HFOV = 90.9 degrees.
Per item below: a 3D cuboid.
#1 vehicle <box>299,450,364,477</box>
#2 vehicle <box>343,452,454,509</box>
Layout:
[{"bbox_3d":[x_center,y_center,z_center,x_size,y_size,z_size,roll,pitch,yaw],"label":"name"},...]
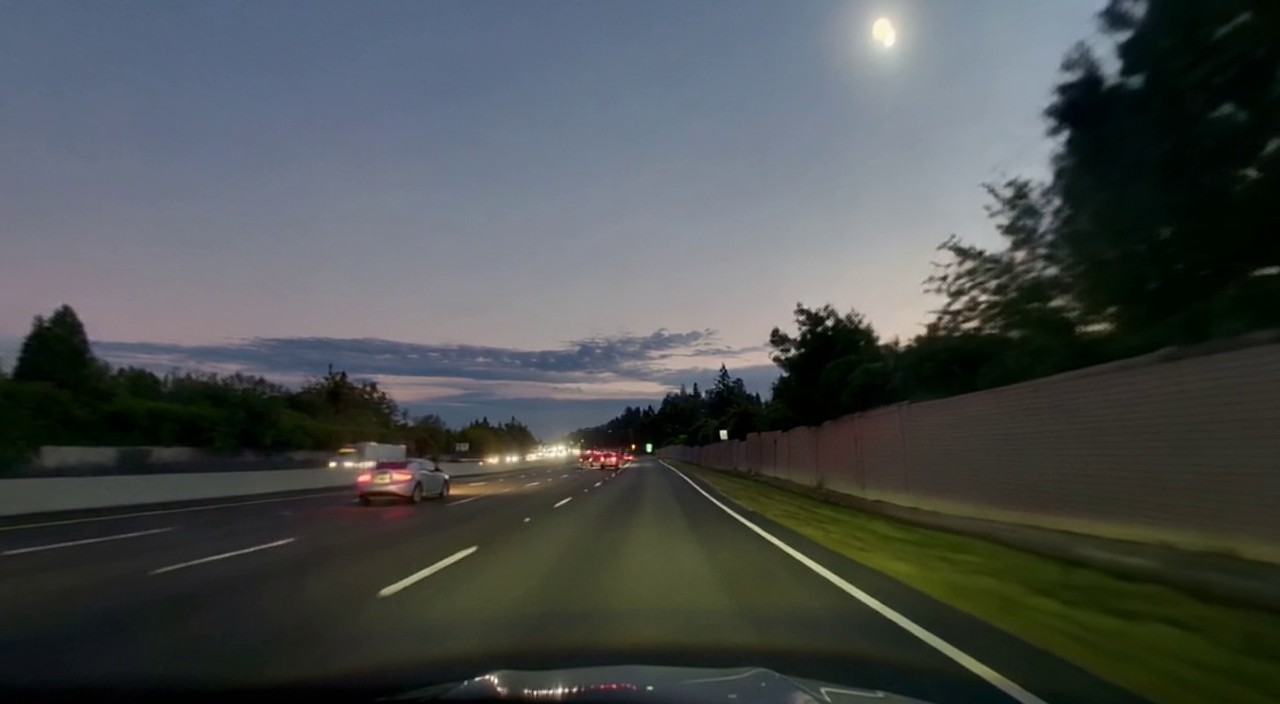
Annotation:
[{"bbox_3d":[-21.844,7.899,44.830,2.228,1.766,4.662,0,-9,-1],"label":"vehicle"},{"bbox_3d":[-7.024,3.735,18.754,1.742,1.494,3.795,0,-9,0],"label":"vehicle"}]
